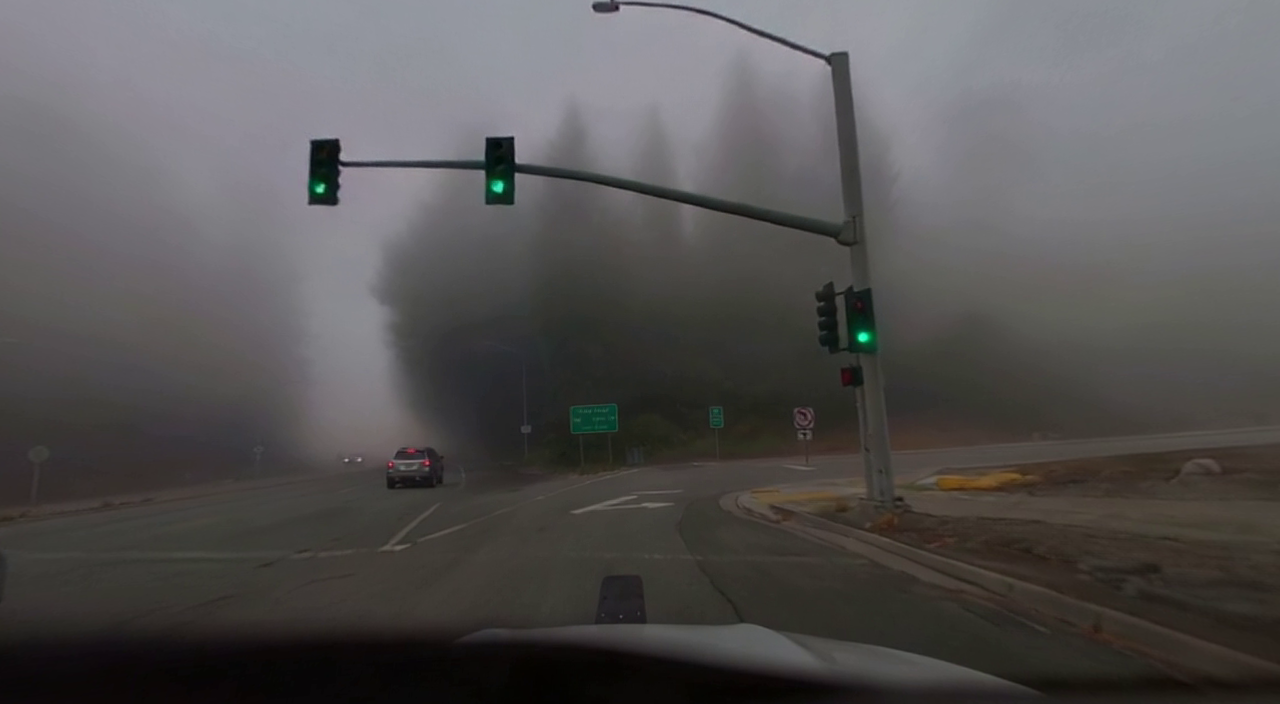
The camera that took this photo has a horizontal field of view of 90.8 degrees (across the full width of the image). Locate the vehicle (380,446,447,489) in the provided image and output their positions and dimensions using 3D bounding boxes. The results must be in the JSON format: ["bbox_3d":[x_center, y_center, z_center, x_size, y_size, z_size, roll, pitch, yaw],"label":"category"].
[{"bbox_3d":[-9.866,5.006,27.873,2.134,1.707,4.471,2,-9,-12],"label":"vehicle"}]
